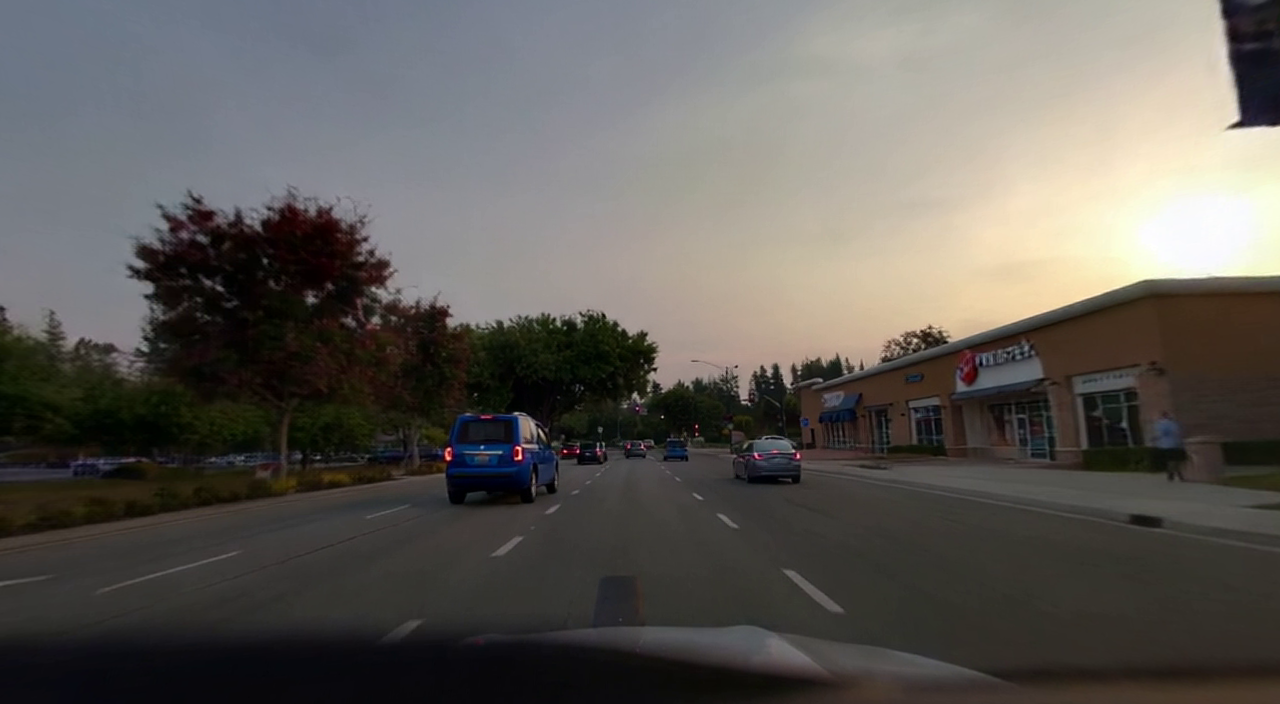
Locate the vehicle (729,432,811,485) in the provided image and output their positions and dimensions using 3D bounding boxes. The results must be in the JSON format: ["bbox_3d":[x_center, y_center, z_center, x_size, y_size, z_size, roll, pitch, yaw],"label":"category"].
[{"bbox_3d":[4.375,3.655,21.990,1.869,1.646,4.166,0,-9,-1],"label":"vehicle"}]

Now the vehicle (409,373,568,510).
[{"bbox_3d":[-3.432,2.265,15.925,2.443,2.784,5.862,0,-9,1],"label":"vehicle"}]

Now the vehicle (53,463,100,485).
[{"bbox_3d":[-42.034,9.064,47.100,4.478,1.494,1.934,-8,-11,41],"label":"vehicle"}]

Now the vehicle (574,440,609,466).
[{"bbox_3d":[-3.340,7.068,44.452,2.030,1.724,4.365,0,-9,1],"label":"vehicle"}]
